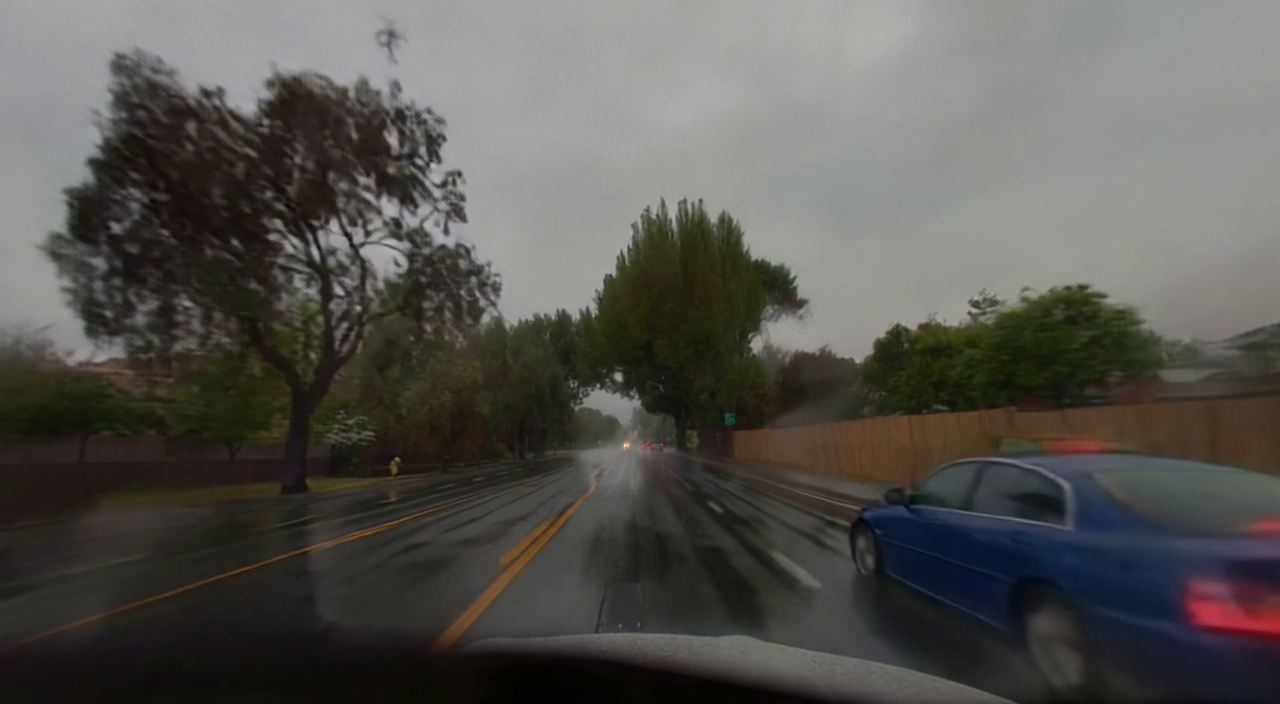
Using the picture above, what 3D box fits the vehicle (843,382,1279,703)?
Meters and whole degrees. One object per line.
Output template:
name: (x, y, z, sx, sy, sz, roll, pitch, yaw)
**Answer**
vehicle: (2.897, 1.096, 3.635, 1.991, 1.476, 4.153, 0, -8, -1)
